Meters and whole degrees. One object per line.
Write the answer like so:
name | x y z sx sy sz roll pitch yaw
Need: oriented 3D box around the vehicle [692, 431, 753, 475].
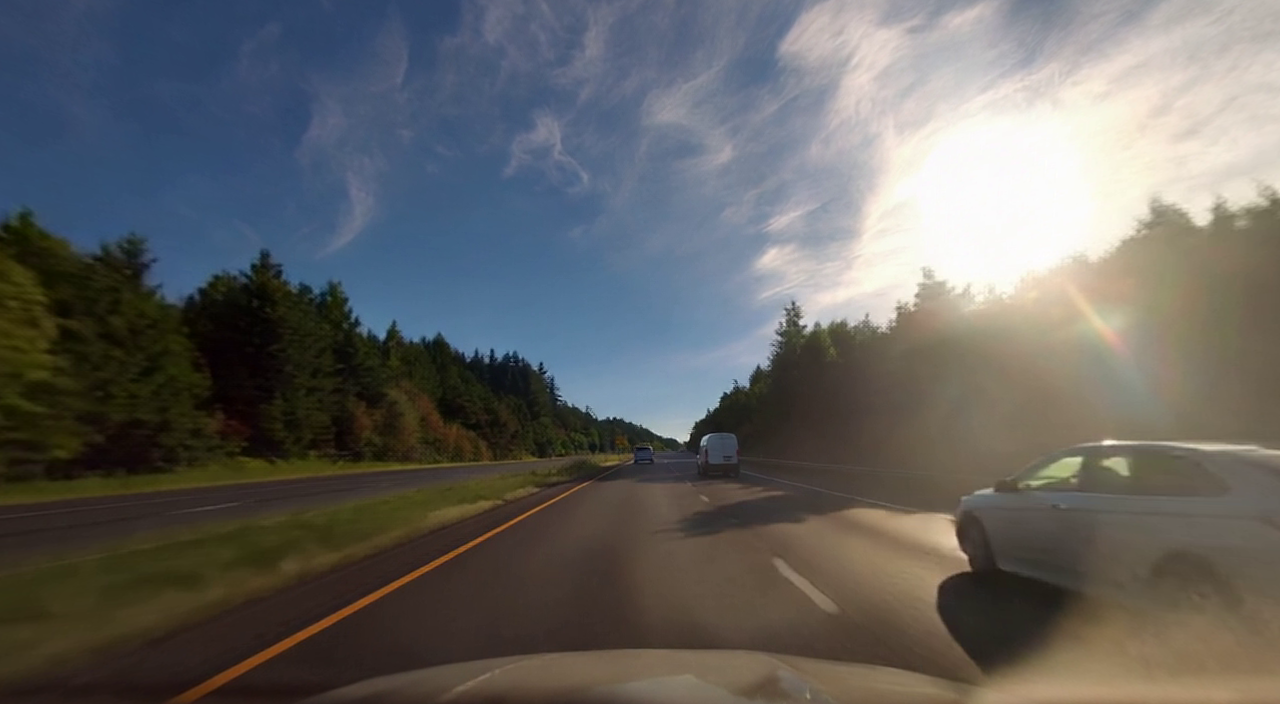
vehicle | 4.076 5.149 32.164 2.371 2.045 4.768 0 -9 -1

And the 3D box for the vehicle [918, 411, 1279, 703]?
vehicle | 3.951 1.175 4.096 2.043 1.431 4.922 0 -9 0

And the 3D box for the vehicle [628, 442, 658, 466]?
vehicle | 0.255 7.584 47.067 2.087 1.707 4.316 0 -9 1
